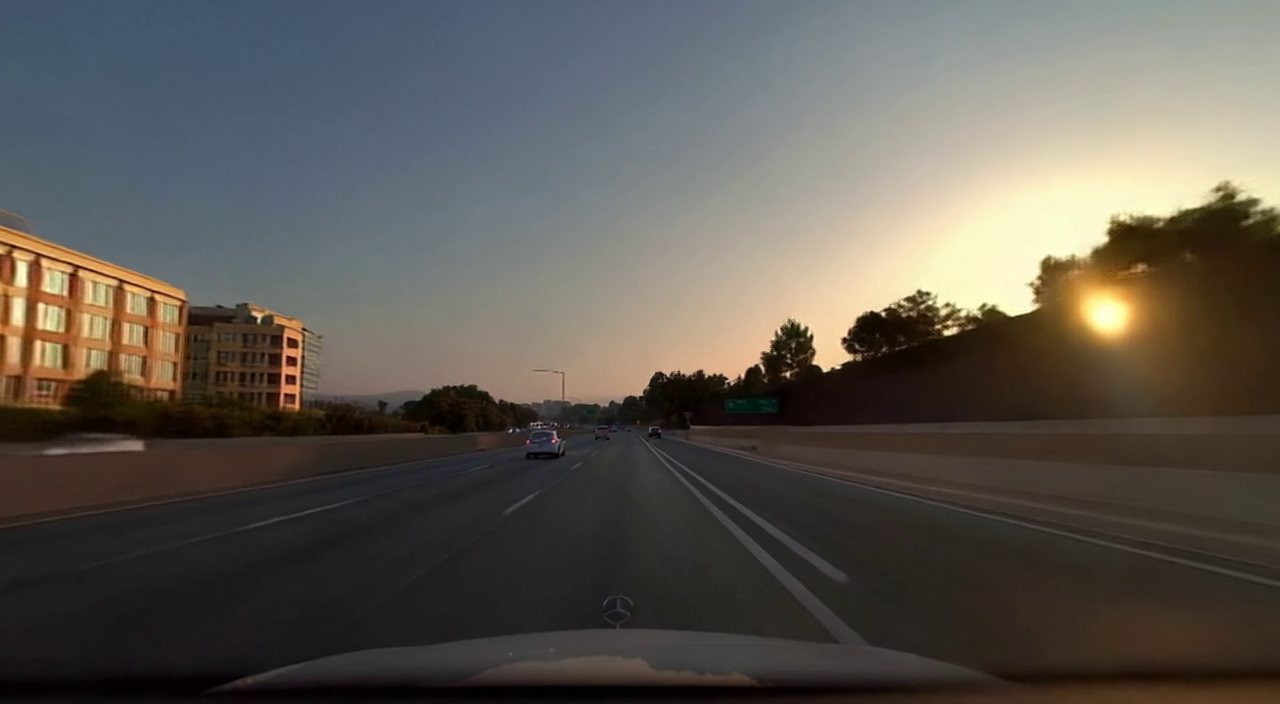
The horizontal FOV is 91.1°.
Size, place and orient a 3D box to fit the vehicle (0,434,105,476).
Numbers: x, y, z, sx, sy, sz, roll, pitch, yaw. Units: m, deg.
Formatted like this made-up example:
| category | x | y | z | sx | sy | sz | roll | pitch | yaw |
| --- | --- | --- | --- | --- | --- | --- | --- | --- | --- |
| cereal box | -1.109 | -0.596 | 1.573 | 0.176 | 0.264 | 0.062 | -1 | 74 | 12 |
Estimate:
| category | x | y | z | sx | sy | sz | roll | pitch | yaw |
| --- | --- | --- | --- | --- | --- | --- | --- | --- | --- |
| vehicle | -27.360 | 4.631 | 28.596 | 1.889 | 1.727 | 4.692 | 0 | -8 | 0 |

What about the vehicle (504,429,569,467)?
| category | x | y | z | sx | sy | sz | roll | pitch | yaw |
| --- | --- | --- | --- | --- | --- | --- | --- | --- | --- |
| vehicle | -4.268 | 4.045 | 26.753 | 1.996 | 1.490 | 4.571 | 0 | -8 | 0 |
